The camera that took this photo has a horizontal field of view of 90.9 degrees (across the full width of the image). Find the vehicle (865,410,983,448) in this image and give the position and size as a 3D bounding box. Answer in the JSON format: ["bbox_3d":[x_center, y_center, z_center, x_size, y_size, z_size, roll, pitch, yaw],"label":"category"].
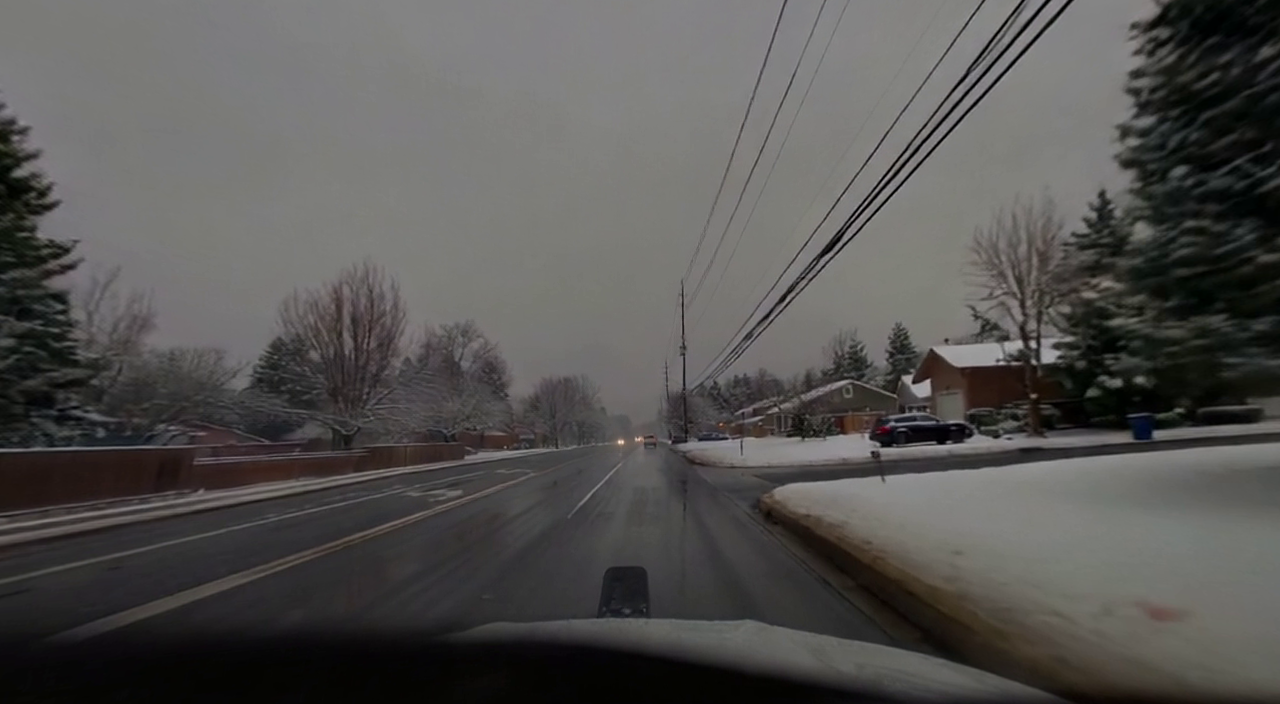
[{"bbox_3d":[11.683,3.206,26.101,3.992,1.486,1.727,-1,-8,1],"label":"vehicle"}]
